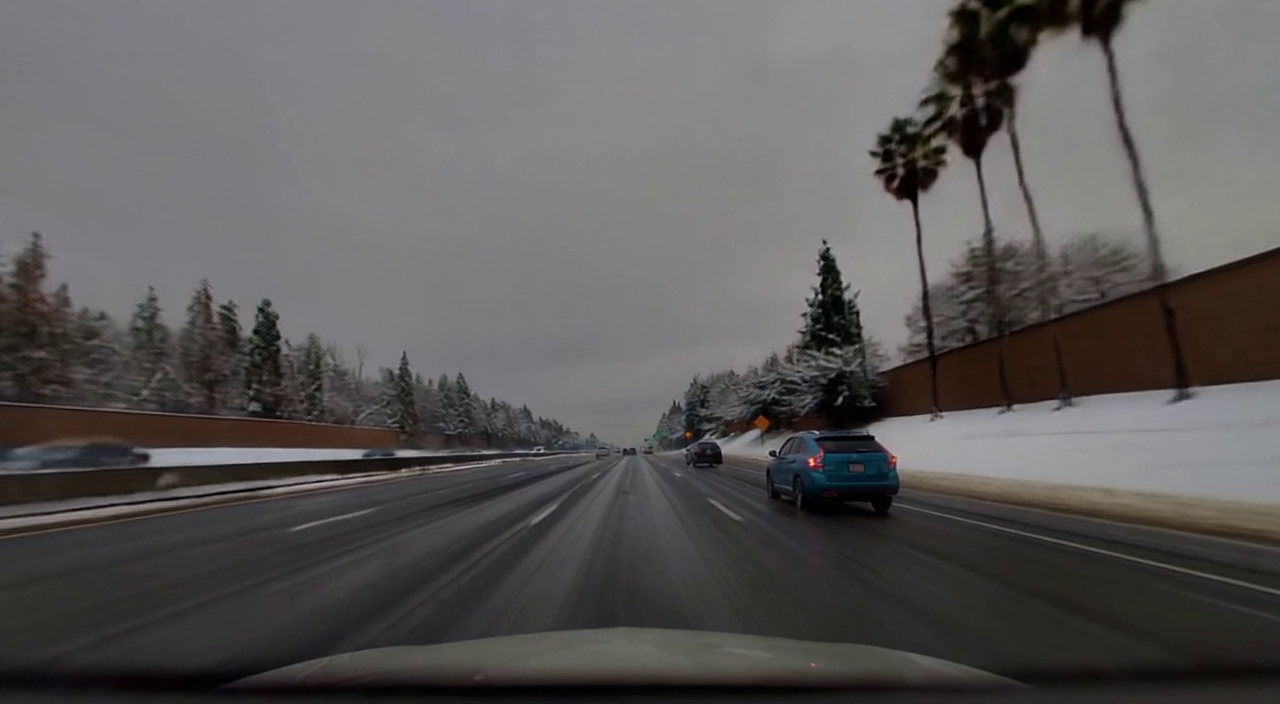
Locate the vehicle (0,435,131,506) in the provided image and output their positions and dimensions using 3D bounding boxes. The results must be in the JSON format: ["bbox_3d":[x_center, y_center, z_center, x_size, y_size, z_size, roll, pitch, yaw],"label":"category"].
[{"bbox_3d":[-15.828,2.896,15.696,2.018,1.635,5.236,0,-8,0],"label":"vehicle"}]

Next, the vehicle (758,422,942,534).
[{"bbox_3d":[3.616,2.242,11.828,1.910,1.696,4.187,0,-8,-1],"label":"vehicle"}]

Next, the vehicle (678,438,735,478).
[{"bbox_3d":[2.961,4.868,29.227,2.045,1.688,4.313,0,-8,-2],"label":"vehicle"}]
